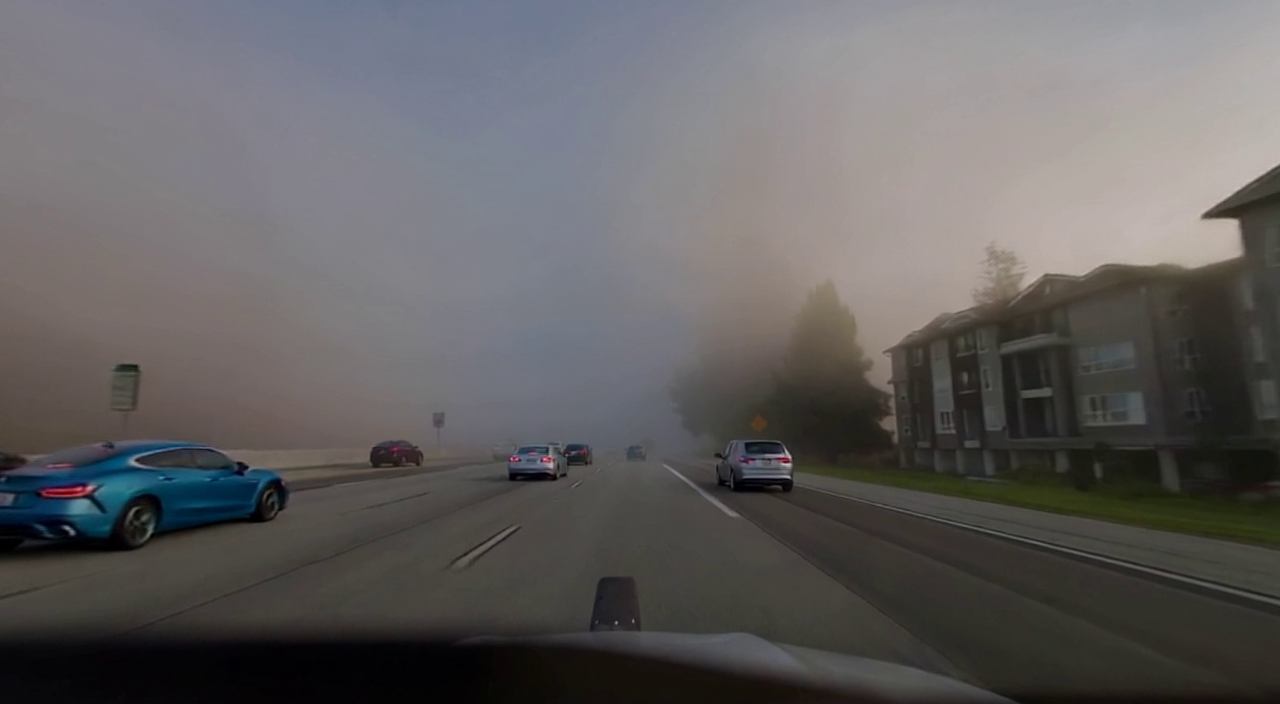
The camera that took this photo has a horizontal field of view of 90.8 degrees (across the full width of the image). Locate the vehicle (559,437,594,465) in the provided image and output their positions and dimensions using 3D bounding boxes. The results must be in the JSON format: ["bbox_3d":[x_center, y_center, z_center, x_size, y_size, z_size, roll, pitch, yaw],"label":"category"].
[{"bbox_3d":[-4.371,6.886,44.076,2.044,1.774,4.329,0,-8,0],"label":"vehicle"}]

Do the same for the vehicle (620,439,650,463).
[{"bbox_3d":[-0.396,7.199,45.957,2.053,1.650,3.945,0,-8,-1],"label":"vehicle"}]

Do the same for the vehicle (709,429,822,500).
[{"bbox_3d":[3.223,2.981,17.193,2.061,1.658,4.417,0,-8,-1],"label":"vehicle"}]

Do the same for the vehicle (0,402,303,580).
[{"bbox_3d":[-7.198,1.760,8.921,2.086,1.776,5.080,0,-8,0],"label":"vehicle"}]

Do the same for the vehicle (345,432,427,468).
[{"bbox_3d":[-15.357,5.981,38.693,2.396,1.999,6.333,0,-8,0],"label":"vehicle"}]

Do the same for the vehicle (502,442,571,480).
[{"bbox_3d":[-4.140,4.416,25.961,2.124,1.426,4.444,0,-8,0],"label":"vehicle"}]
